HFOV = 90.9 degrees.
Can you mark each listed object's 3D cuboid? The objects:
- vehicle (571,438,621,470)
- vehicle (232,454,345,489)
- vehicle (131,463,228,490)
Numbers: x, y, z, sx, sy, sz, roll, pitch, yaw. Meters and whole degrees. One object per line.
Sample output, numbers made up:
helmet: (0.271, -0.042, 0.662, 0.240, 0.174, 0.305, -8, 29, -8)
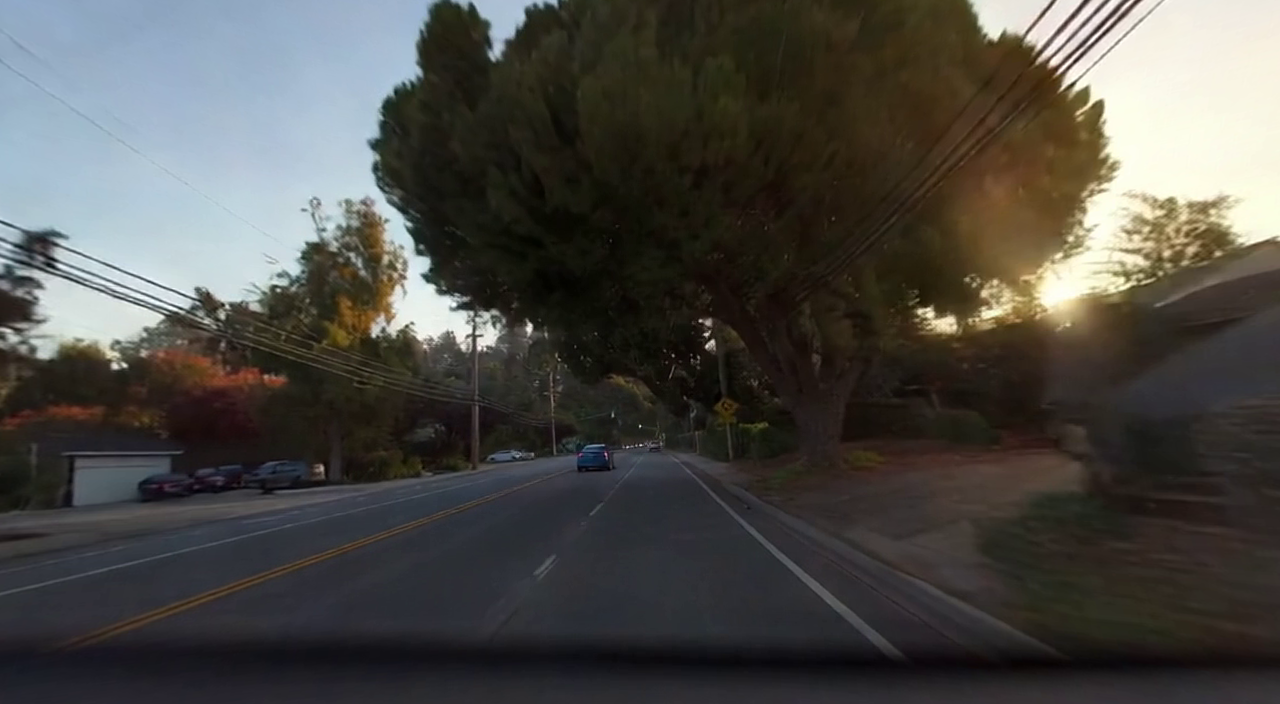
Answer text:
vehicle: (-2.147, 5.185, 32.252, 2.085, 1.512, 5.023, -1, -8, 2)
vehicle: (-19.323, 6.568, 34.824, 4.847, 1.759, 2.382, -1, -8, 6)
vehicle: (-27.200, 7.340, 37.337, 4.223, 1.458, 1.969, 0, -8, 1)
